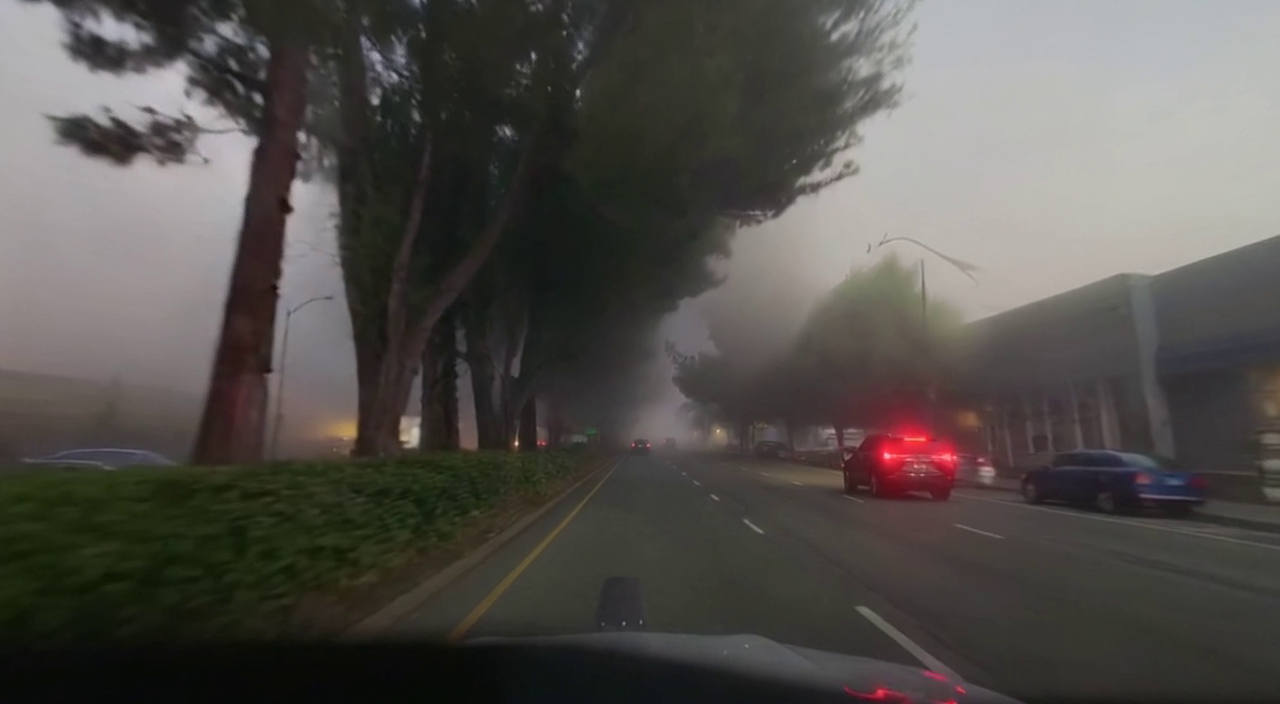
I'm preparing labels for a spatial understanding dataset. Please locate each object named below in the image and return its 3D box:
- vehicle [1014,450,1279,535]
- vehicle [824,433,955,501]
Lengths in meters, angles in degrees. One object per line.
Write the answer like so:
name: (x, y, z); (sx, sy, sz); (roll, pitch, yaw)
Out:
vehicle: (10.388, 2.843, 13.486); (1.793, 1.428, 4.702); (0, -8, -2)
vehicle: (6.744, 3.121, 17.552); (2.072, 1.669, 3.836); (0, -8, 1)
